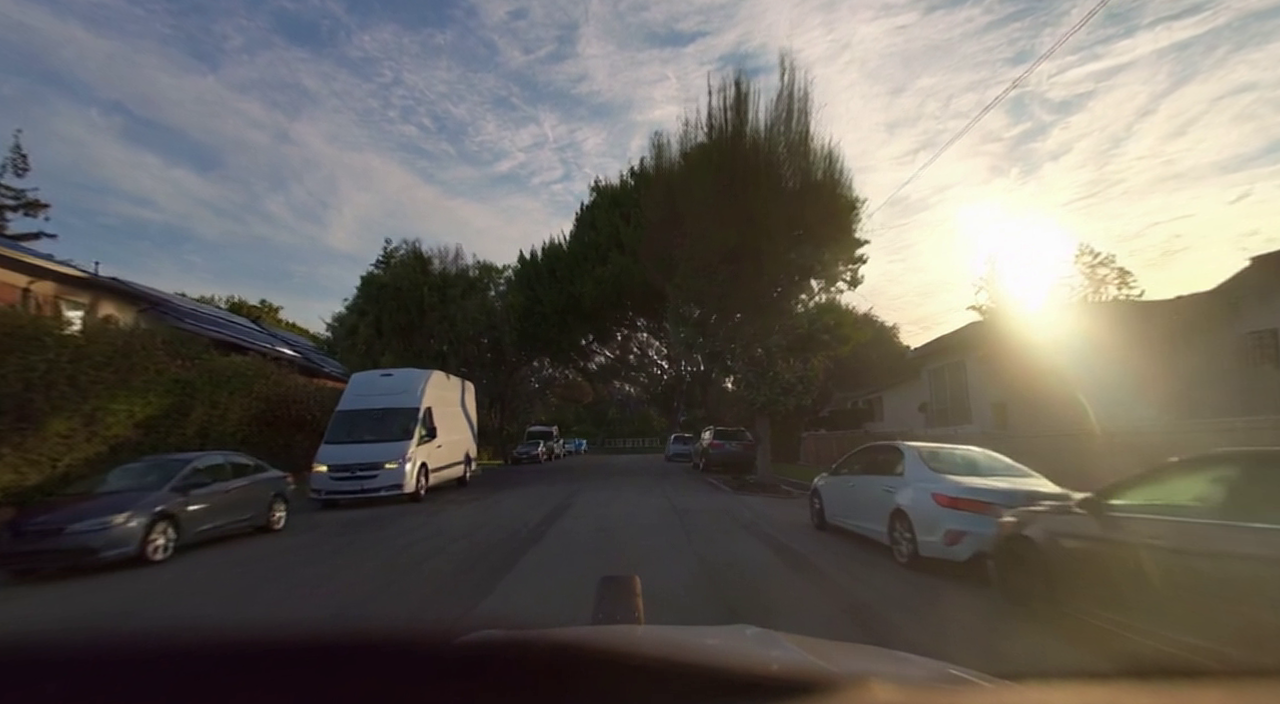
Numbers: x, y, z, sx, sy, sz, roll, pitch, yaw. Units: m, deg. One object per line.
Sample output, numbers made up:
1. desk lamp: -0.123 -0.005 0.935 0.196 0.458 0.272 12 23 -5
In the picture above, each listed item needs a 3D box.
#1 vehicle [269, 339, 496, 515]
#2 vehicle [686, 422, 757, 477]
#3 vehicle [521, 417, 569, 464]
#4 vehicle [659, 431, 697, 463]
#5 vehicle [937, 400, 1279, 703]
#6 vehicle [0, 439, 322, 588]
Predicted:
1. vehicle: -6.248 2.059 17.146 2.896 3.648 8.004 0 -8 -1
2. vehicle: 2.930 3.627 23.784 1.965 1.855 4.677 0 -8 -1
3. vehicle: -6.045 5.683 40.517 2.408 2.782 3.837 -2 -8 0
4. vehicle: 2.245 5.765 38.613 1.918 1.815 4.400 0 -8 -2
5. vehicle: 3.555 1.020 3.208 1.867 1.470 4.312 0 -8 -2
6. vehicle: -6.263 1.927 8.508 1.921 1.470 4.068 0 -7 -2
